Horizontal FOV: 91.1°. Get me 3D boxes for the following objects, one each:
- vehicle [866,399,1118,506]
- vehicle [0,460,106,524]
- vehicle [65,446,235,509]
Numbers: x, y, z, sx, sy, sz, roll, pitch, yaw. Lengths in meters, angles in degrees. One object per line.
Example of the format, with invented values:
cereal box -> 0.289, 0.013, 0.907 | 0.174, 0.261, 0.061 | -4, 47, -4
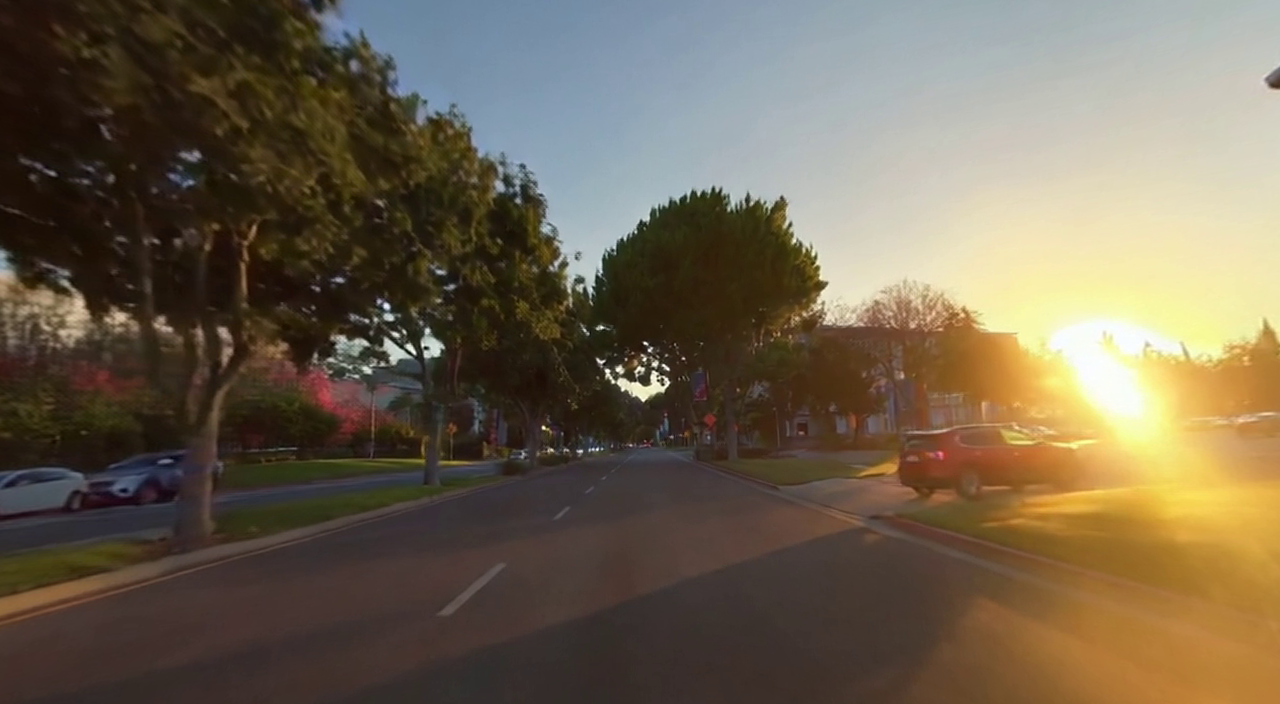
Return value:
vehicle -> 8.521, 2.473, 15.616 | 4.716, 1.672, 2.330 | -10, -8, -2
vehicle -> -17.448, 3.769, 16.911 | 1.873, 1.544, 4.794 | 0, -8, 1
vehicle -> -17.307, 4.398, 22.596 | 2.301, 1.821, 4.731 | -4, -8, 1
